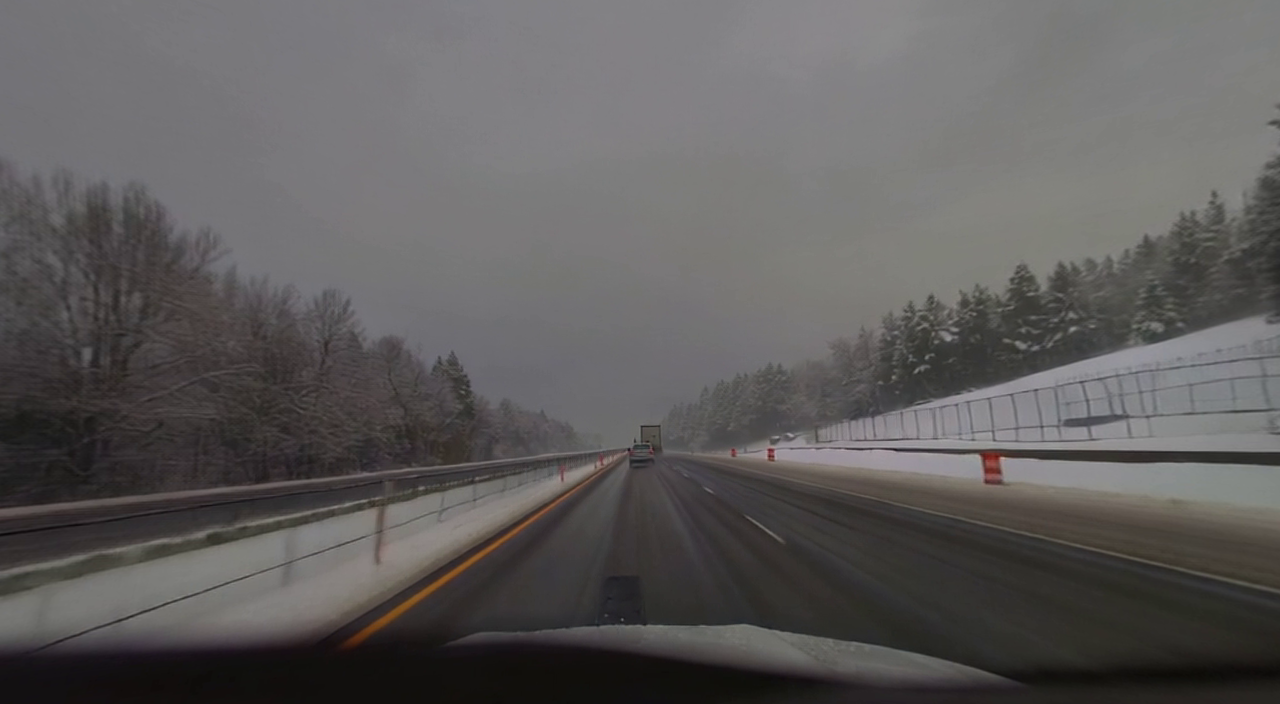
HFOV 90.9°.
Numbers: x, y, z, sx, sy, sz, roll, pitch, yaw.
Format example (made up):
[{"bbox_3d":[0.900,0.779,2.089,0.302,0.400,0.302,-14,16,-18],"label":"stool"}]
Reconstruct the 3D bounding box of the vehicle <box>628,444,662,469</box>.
[{"bbox_3d":[0.282,6.810,41.217,2.065,1.573,3.734,0,-9,-1],"label":"vehicle"}]
